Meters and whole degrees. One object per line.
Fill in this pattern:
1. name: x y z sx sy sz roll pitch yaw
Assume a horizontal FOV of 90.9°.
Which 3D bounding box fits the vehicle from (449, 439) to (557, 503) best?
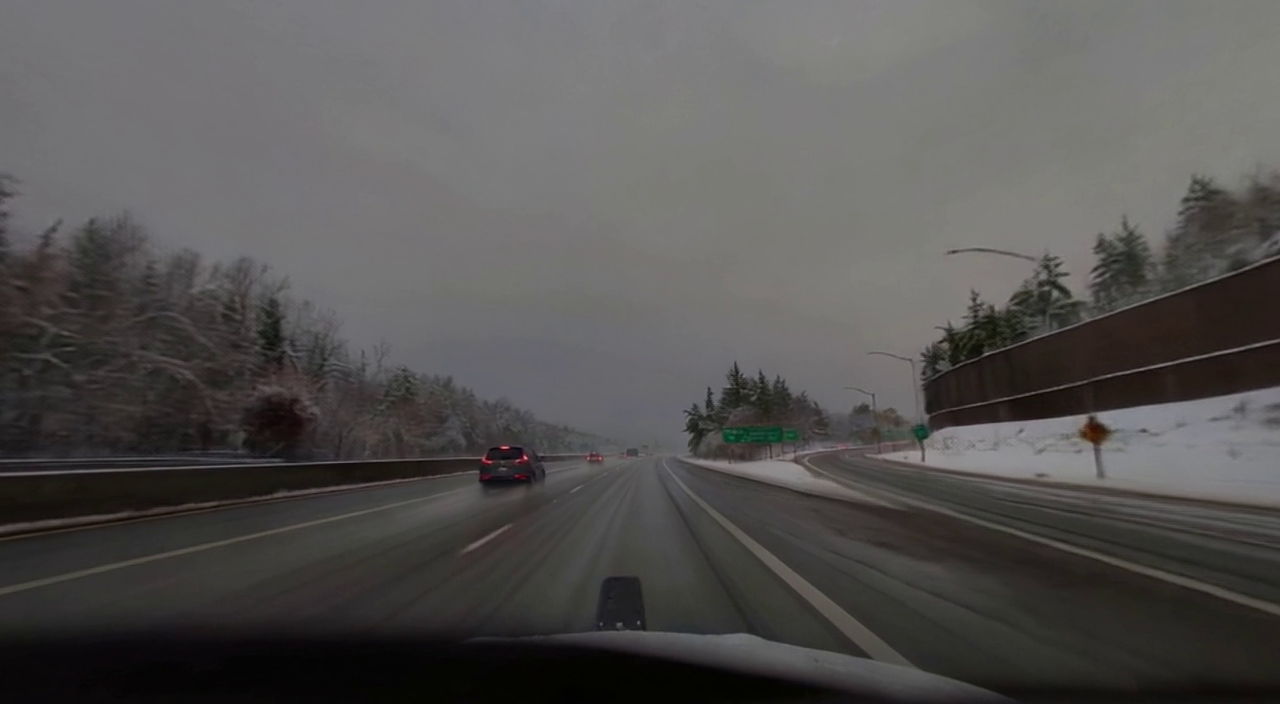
1. vehicle: -3.952 3.533 19.052 2.263 1.696 4.321 0 -9 0
